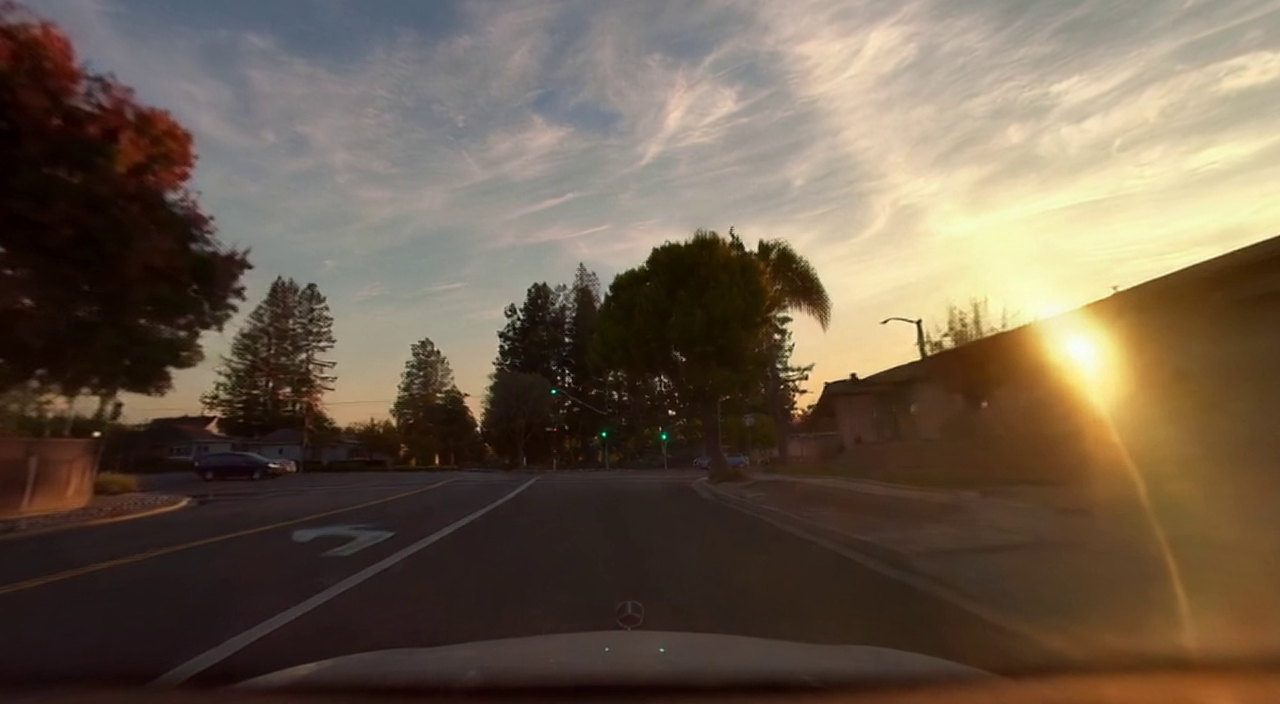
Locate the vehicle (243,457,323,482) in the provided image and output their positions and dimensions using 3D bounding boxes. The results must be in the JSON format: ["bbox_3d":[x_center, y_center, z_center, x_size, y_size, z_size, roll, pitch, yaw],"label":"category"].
[{"bbox_3d":[-26.449,8.720,46.846,4.664,1.728,1.959,1,-9,-7],"label":"vehicle"}]

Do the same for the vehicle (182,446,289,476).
[{"bbox_3d":[-25.379,6.836,39.763,5.107,1.749,2.254,0,-9,-7],"label":"vehicle"}]
